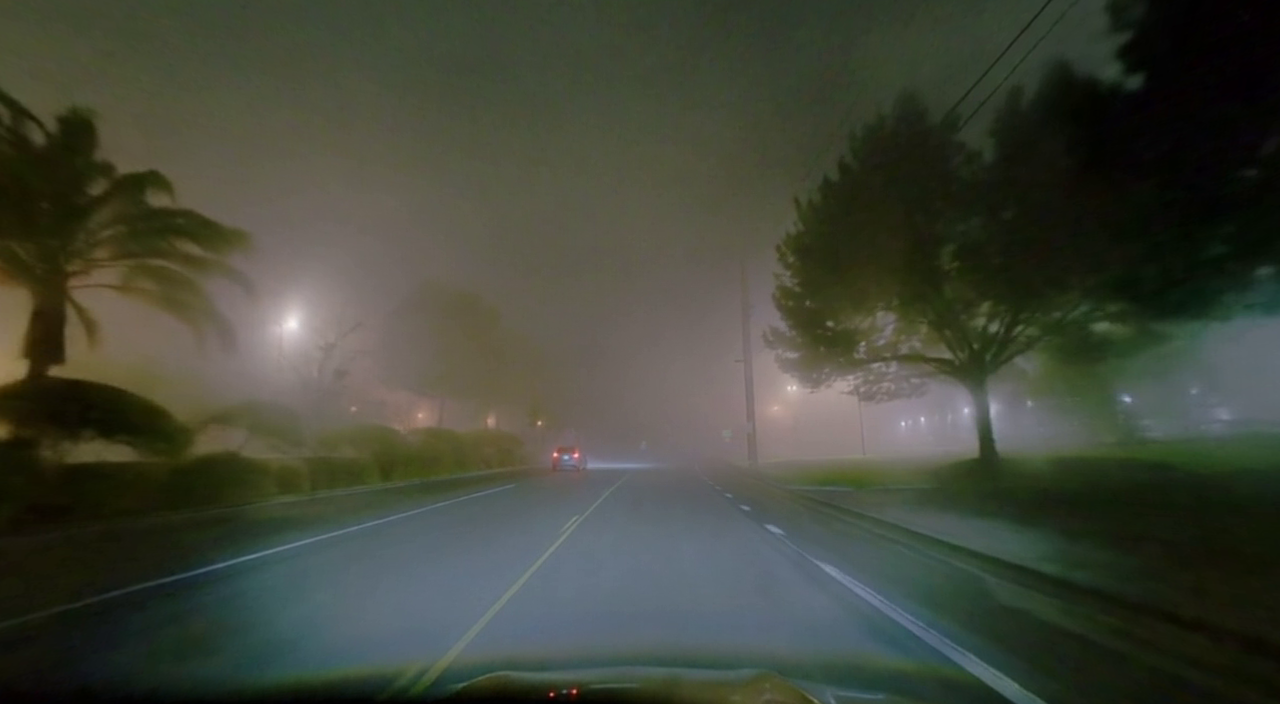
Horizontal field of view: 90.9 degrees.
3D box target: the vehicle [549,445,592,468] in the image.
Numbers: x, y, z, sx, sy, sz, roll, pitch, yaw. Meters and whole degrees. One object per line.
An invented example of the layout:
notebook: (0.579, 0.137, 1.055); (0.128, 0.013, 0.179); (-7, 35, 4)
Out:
vehicle: (-4.514, 6.892, 41.866); (1.945, 1.461, 4.605); (-1, -9, 5)
